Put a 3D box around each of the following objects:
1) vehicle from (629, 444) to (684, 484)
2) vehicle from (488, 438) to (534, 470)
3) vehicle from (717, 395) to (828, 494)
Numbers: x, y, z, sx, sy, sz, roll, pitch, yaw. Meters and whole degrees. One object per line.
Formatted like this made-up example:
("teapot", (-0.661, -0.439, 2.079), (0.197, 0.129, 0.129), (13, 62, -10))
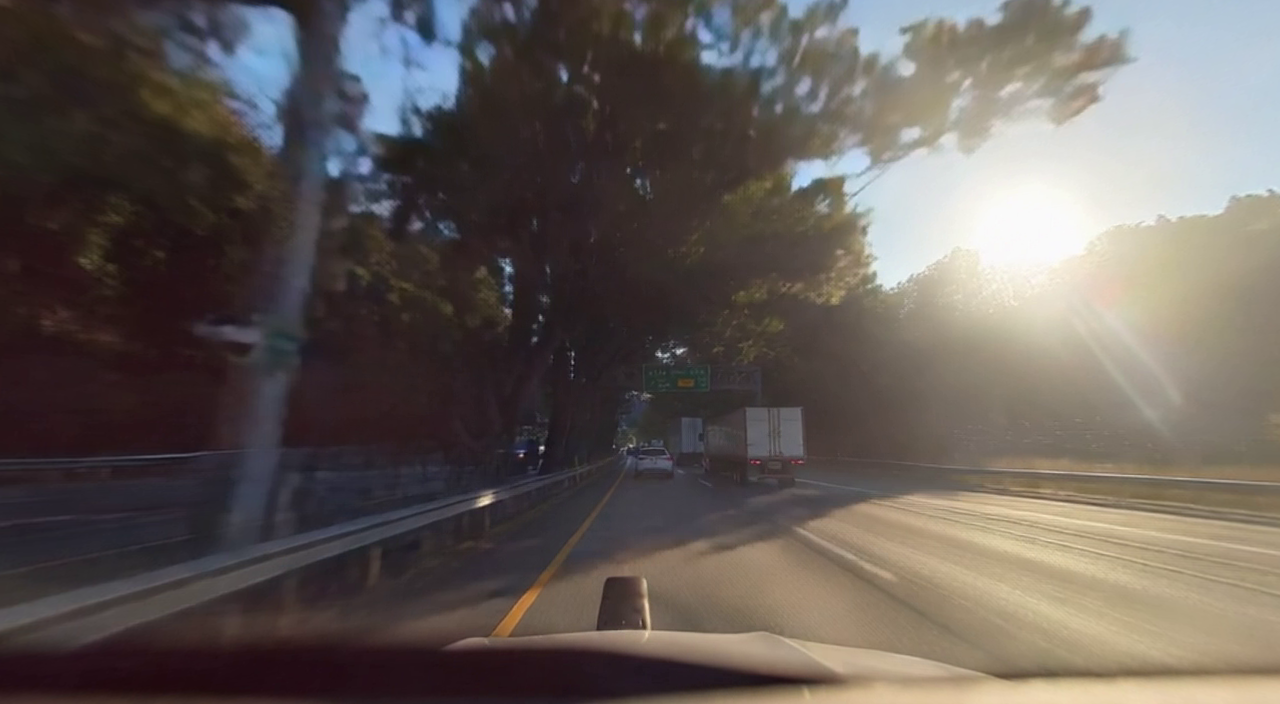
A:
("vehicle", (0.599, 4.553, 25.904), (2.069, 1.523, 4.012), (0, -9, -1))
("vehicle", (-7.805, 6.218, 38.559), (2.015, 1.839, 4.385), (0, -9, -2))
("vehicle", (4.914, 3.671, 24.967), (2.600, 3.282, 7.635), (0, -9, -1))
